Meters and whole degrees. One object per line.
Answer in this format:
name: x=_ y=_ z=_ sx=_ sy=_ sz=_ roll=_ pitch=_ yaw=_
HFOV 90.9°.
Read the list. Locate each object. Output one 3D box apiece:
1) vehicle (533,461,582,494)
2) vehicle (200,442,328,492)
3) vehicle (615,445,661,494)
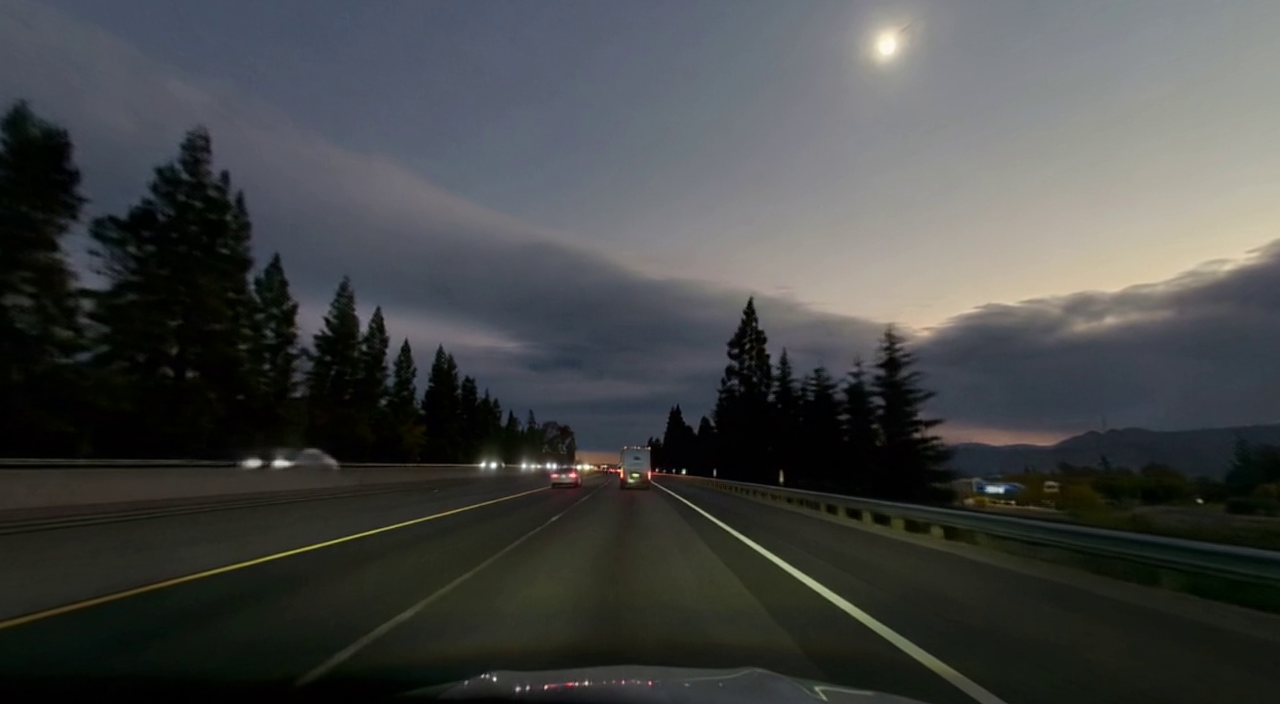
vehicle: x=-4.332 y=6.671 z=33.594 sx=2.100 sy=1.605 sz=3.883 roll=1 pitch=-11 yaw=0
vehicle: x=-12.913 y=4.031 z=22.010 sx=1.909 sy=1.531 sz=4.122 roll=1 pitch=-11 yaw=0
vehicle: x=-0.176 y=6.820 z=36.561 sx=2.482 sy=2.549 sz=5.447 roll=1 pitch=-11 yaw=-1
